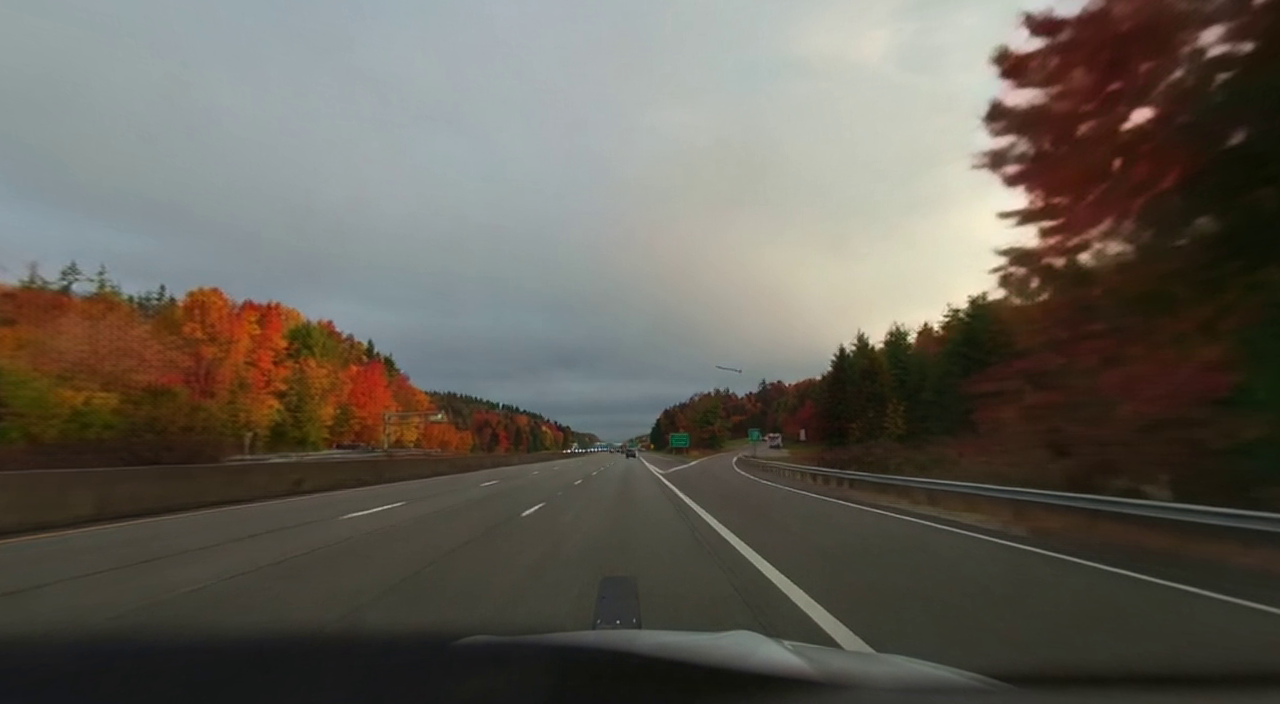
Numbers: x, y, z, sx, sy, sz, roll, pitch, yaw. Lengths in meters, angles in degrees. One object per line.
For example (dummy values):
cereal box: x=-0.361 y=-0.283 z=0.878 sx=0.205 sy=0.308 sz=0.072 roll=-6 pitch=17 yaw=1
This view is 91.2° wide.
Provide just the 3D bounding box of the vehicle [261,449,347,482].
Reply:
vehicle: x=-16.591 y=5.613 z=31.212 sx=1.865 sy=1.502 sz=4.230 roll=-1 pitch=-9 yaw=1
